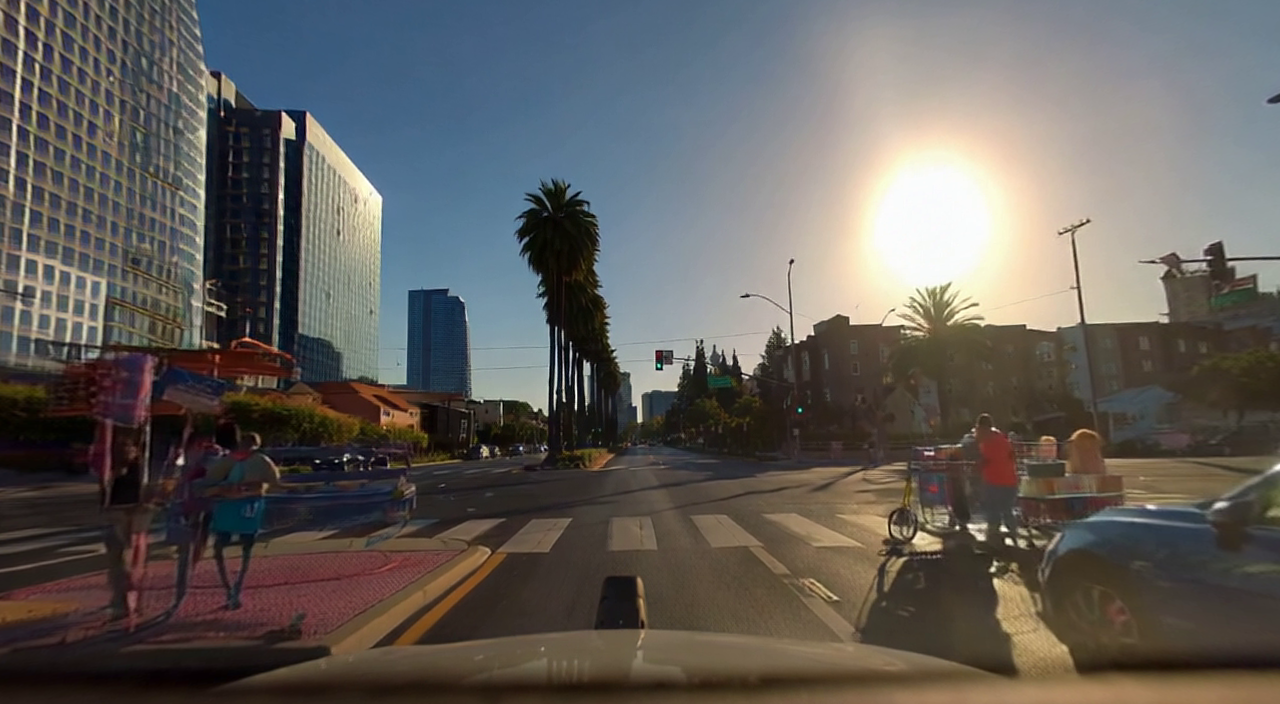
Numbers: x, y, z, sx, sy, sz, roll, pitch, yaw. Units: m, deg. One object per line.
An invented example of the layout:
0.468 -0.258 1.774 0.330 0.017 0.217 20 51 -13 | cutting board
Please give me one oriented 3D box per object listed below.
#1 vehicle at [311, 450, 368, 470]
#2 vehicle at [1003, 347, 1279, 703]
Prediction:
-23.646 8.486 49.922 1.955 1.480 5.163 0 -9 1 | vehicle
3.332 0.732 1.807 2.060 1.631 4.169 0 -8 0 | vehicle
